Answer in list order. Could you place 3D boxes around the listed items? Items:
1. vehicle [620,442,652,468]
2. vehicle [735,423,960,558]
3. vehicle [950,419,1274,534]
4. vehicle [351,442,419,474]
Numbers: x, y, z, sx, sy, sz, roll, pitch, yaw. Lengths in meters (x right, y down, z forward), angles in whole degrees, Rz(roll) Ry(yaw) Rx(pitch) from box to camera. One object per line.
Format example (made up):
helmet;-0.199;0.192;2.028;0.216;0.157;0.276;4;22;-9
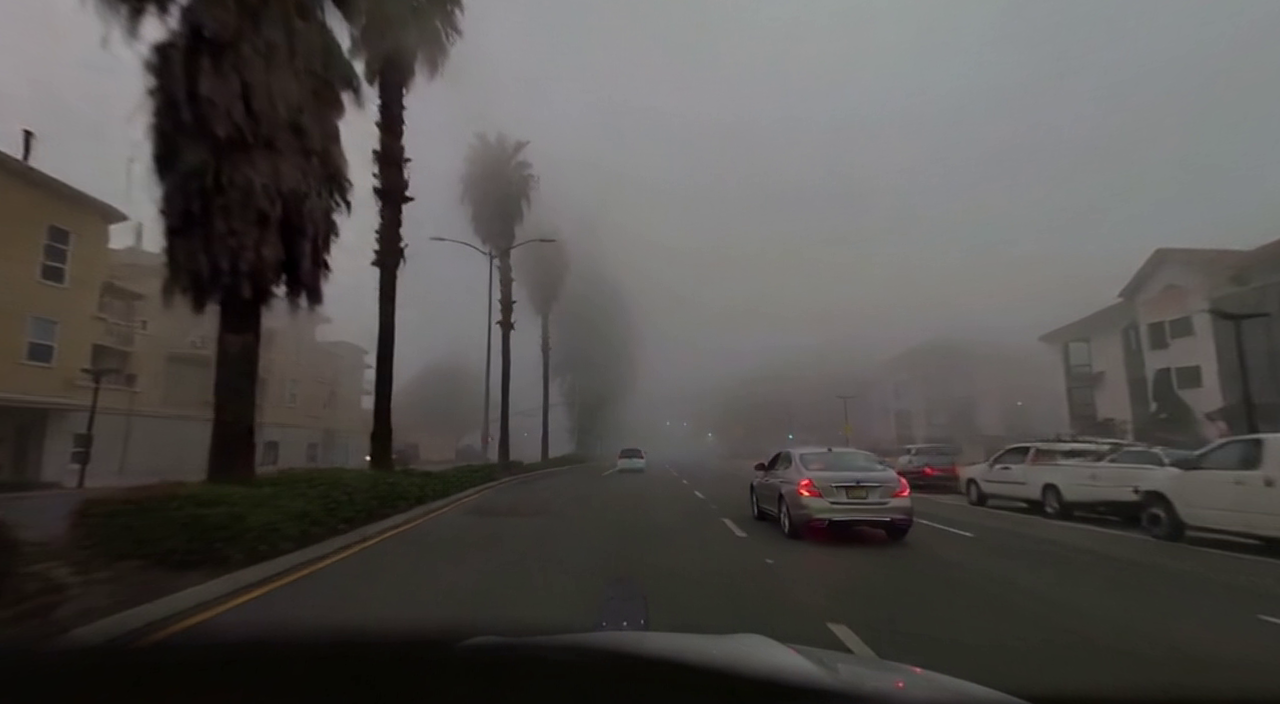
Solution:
vehicle;-0.221;7.148;43.968;2.087;1.709;4.076;0;-9;1
vehicle;2.879;2.026;9.924;2.009;1.639;4.267;0;-9;-1
vehicle;10.010;2.704;14.475;2.618;2.048;6.195;0;-9;0
vehicle;-15.643;6.522;39.050;2.180;1.830;4.924;0;-9;-1
